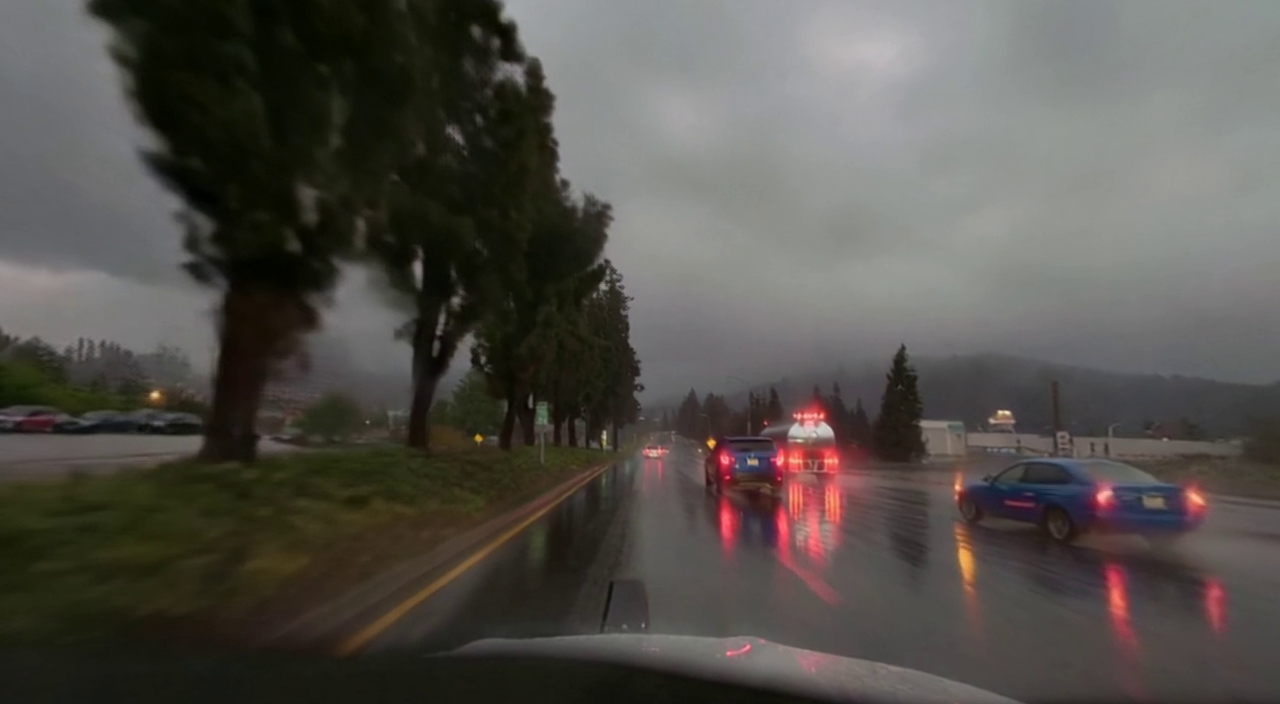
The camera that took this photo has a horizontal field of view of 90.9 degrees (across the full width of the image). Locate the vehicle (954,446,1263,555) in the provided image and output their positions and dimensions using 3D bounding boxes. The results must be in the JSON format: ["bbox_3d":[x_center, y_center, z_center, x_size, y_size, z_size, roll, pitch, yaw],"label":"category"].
[{"bbox_3d":[7.563,2.382,10.893,1.966,1.476,4.270,1,-9,-2],"label":"vehicle"}]

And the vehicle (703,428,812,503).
[{"bbox_3d":[2.978,3.010,17.092,2.045,1.729,4.532,0,-9,-1],"label":"vehicle"}]

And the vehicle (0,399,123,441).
[{"bbox_3d":[-29.098,3.418,31.564,4.573,1.751,2.109,3,-7,5],"label":"vehicle"}]

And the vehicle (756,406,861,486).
[{"bbox_3d":[7.445,4.287,28.836,2.849,3.207,6.275,1,-9,-2],"label":"vehicle"}]

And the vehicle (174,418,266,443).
[{"bbox_3d":[-28.189,5.307,42.392,4.723,1.592,1.994,0,-9,0],"label":"vehicle"}]
